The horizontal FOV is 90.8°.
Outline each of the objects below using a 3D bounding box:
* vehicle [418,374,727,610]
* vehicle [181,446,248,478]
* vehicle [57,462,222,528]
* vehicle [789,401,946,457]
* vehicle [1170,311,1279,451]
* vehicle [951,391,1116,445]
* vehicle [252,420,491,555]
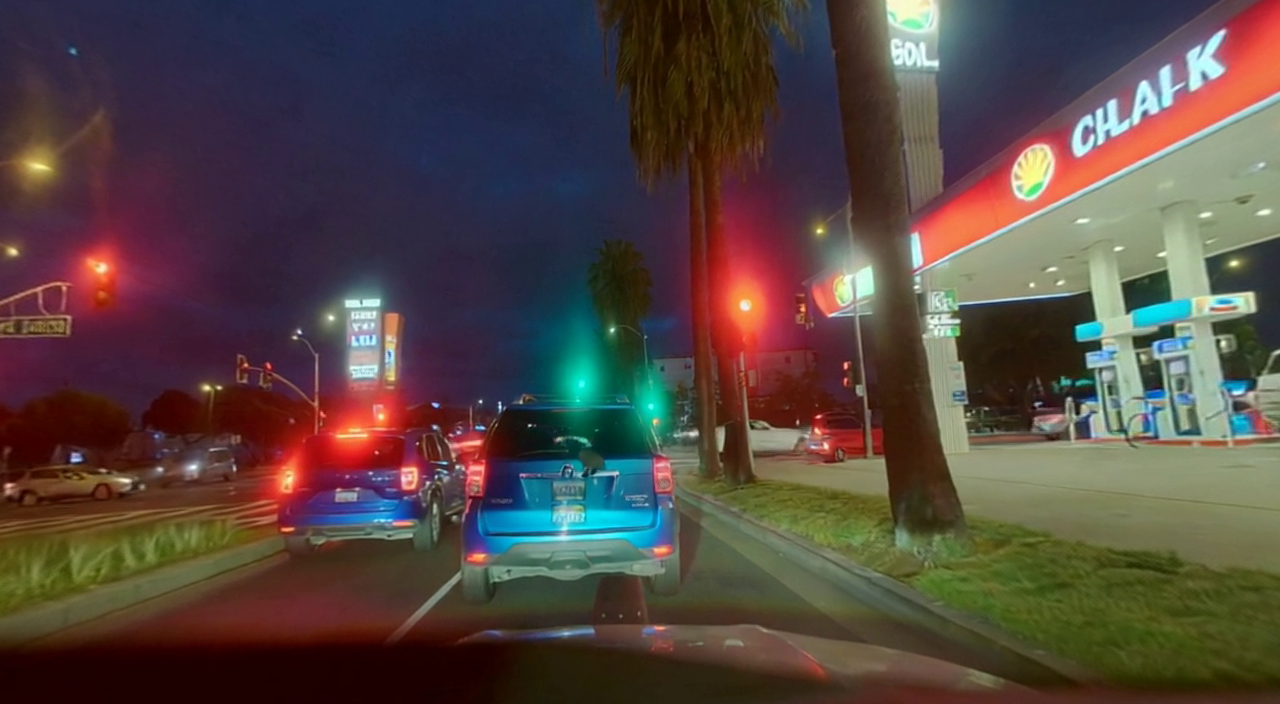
[{"bbox_3d":[-0.697,1.493,7.690,2.519,1.913,4.819,0,-8,-4],"label":"vehicle"},{"bbox_3d":[-28.619,7.386,42.636,1.783,1.997,4.000,0,-8,-3],"label":"vehicle"},{"bbox_3d":[-15.637,4.335,19.713,4.660,1.708,2.331,-5,-10,30],"label":"vehicle"},{"bbox_3d":[8.784,3.024,24.722,5.307,2.076,2.122,1,-8,-6],"label":"vehicle"},{"bbox_3d":[10.336,0.445,8.616,4.420,1.766,2.104,1,-8,-5],"label":"vehicle"},{"bbox_3d":[15.447,2.648,25.033,5.033,1.999,2.259,0,-8,-3],"label":"vehicle"},{"bbox_3d":[-4.014,2.089,10.626,2.097,1.692,5.030,0,-8,-4],"label":"vehicle"}]
